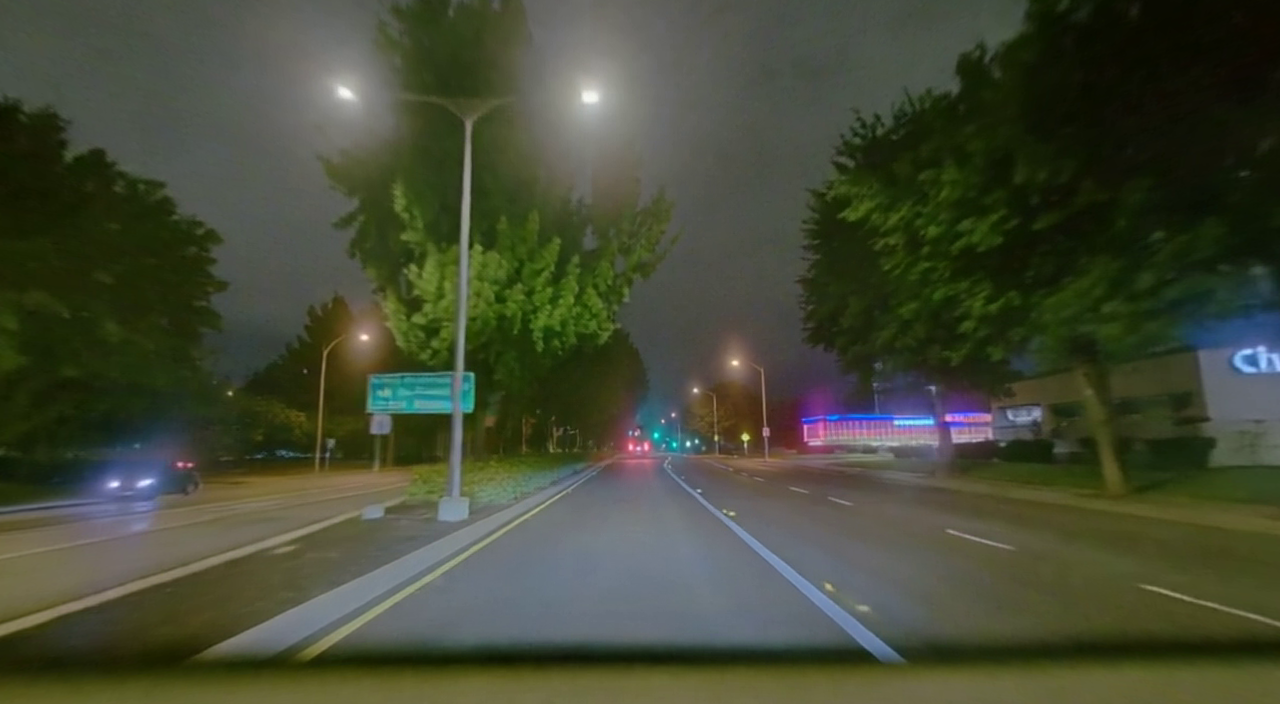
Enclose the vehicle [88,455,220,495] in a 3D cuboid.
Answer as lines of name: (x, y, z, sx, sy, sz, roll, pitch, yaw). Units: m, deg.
vehicle: (-20.094, 5.030, 26.143, 4.665, 1.486, 1.918, -3, -9, 18)
